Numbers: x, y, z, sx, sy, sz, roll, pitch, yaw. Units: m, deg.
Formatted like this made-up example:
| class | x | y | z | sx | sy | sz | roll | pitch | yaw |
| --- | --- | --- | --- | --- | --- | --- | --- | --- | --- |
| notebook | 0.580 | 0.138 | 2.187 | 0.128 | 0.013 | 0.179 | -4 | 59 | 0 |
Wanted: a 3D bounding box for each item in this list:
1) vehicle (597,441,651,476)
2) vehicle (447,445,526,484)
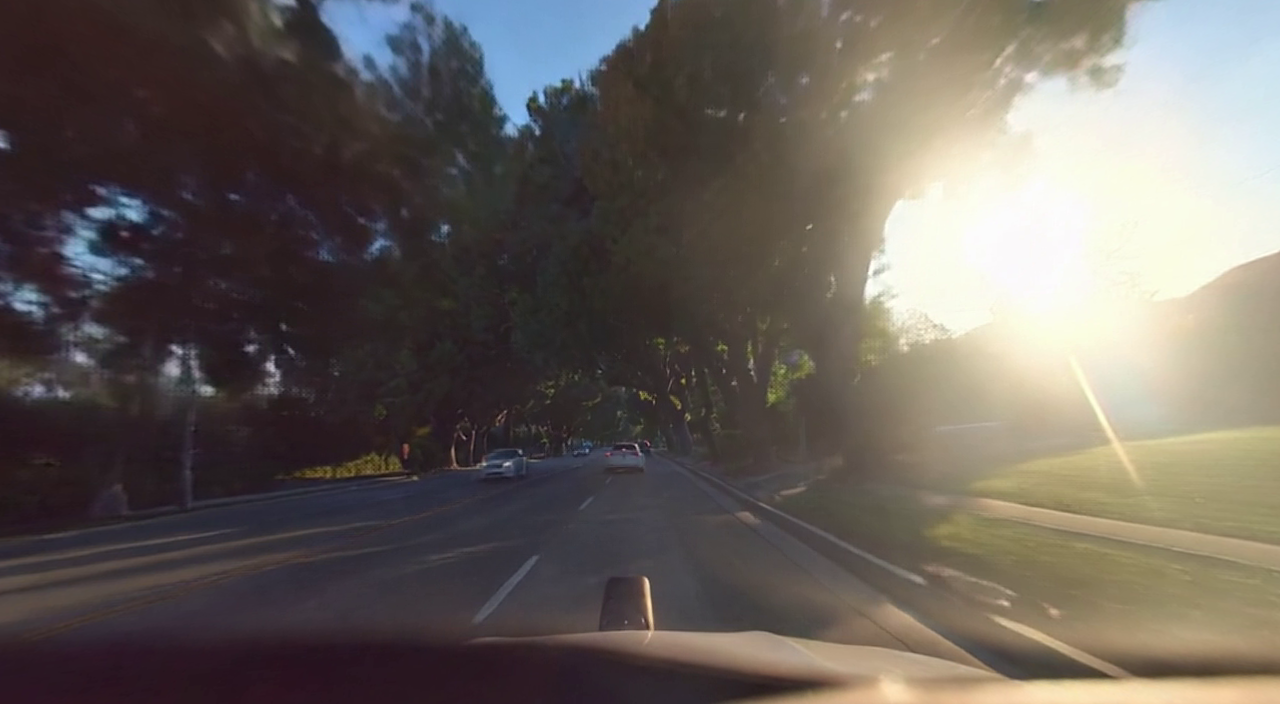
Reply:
| class | x | y | z | sx | sy | sz | roll | pitch | yaw |
| --- | --- | --- | --- | --- | --- | --- | --- | --- | --- |
| vehicle | -0.643 | 4.832 | 28.920 | 2.153 | 1.461 | 4.374 | -1 | -9 | 3 |
| vehicle | -6.373 | 4.703 | 26.753 | 2.142 | 1.436 | 4.612 | -2 | -9 | 1 |
